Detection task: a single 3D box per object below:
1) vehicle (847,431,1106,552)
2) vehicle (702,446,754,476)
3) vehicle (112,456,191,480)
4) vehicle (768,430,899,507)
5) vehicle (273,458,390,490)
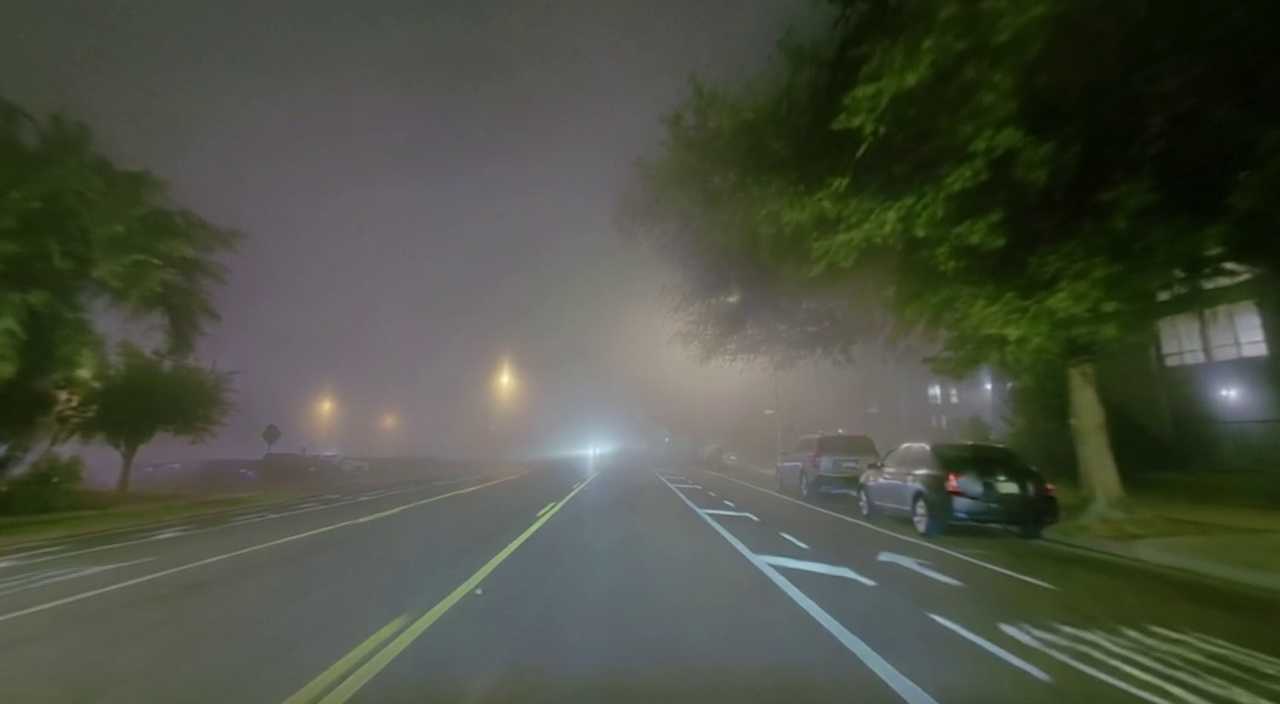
[{"bbox_3d":[4.989,2.090,10.122,1.837,1.532,3.886,1,-9,-3],"label":"vehicle"},{"bbox_3d":[4.462,5.586,32.667,1.935,1.433,4.241,0,-9,-2],"label":"vehicle"},{"bbox_3d":[-37.072,8.804,48.104,4.414,1.651,1.912,5,-10,-30],"label":"vehicle"},{"bbox_3d":[4.840,2.960,16.518,2.028,1.731,4.241,0,-9,-1],"label":"vehicle"},{"bbox_3d":[-15.492,6.160,31.944,4.826,1.491,2.086,1,-9,-4],"label":"vehicle"}]
